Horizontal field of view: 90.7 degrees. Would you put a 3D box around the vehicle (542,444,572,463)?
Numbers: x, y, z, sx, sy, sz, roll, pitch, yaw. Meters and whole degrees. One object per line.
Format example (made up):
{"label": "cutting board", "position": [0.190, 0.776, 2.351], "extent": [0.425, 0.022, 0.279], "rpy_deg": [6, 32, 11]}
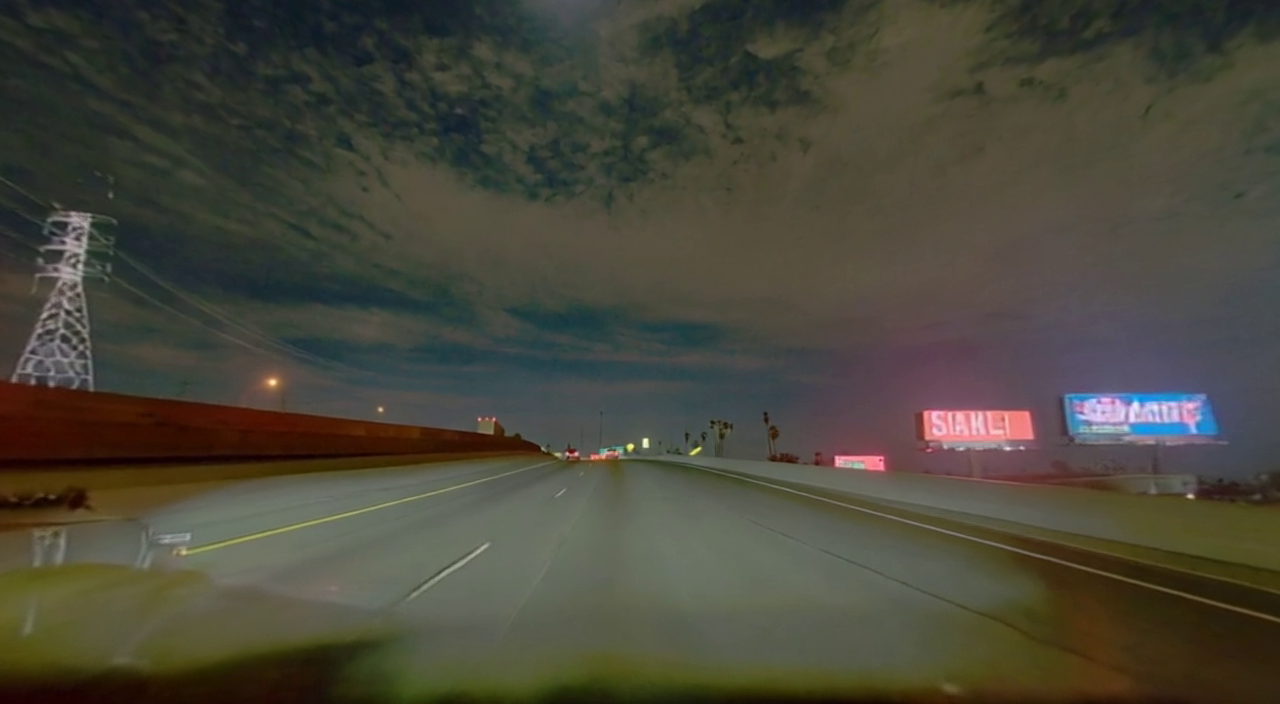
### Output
{"label": "vehicle", "position": [-6.442, 7.935, 49.466], "extent": [1.921, 1.420, 4.078], "rpy_deg": [0, -8, -2]}
